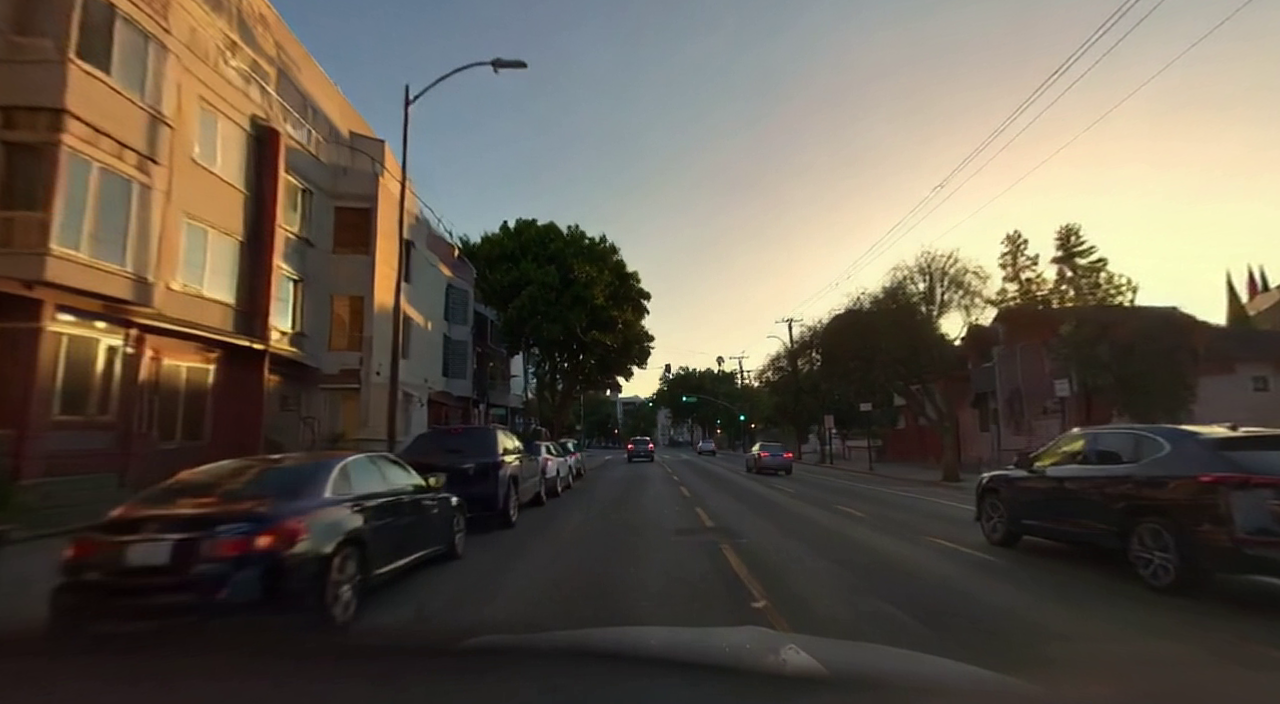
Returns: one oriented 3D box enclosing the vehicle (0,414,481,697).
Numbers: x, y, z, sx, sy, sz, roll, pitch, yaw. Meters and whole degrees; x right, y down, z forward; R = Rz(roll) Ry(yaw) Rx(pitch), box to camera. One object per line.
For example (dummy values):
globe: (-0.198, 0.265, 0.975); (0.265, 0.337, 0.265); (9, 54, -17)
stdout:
vehicle: (-2.982, 1.407, 5.595); (1.843, 1.482, 4.310); (-1, -8, 2)

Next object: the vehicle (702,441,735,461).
vehicle: (5.923, 7.512, 48.005); (1.917, 1.467, 4.452); (0, -8, -1)

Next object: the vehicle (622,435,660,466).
vehicle: (0.042, 5.869, 37.646); (2.122, 1.689, 3.885); (0, -8, 0)

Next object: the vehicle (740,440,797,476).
vehicle: (5.618, 4.652, 27.920); (1.799, 1.463, 3.464); (0, -8, 0)

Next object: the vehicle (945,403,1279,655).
vehicle: (4.998, 1.439, 6.175); (1.891, 1.599, 4.173); (0, -8, 0)
